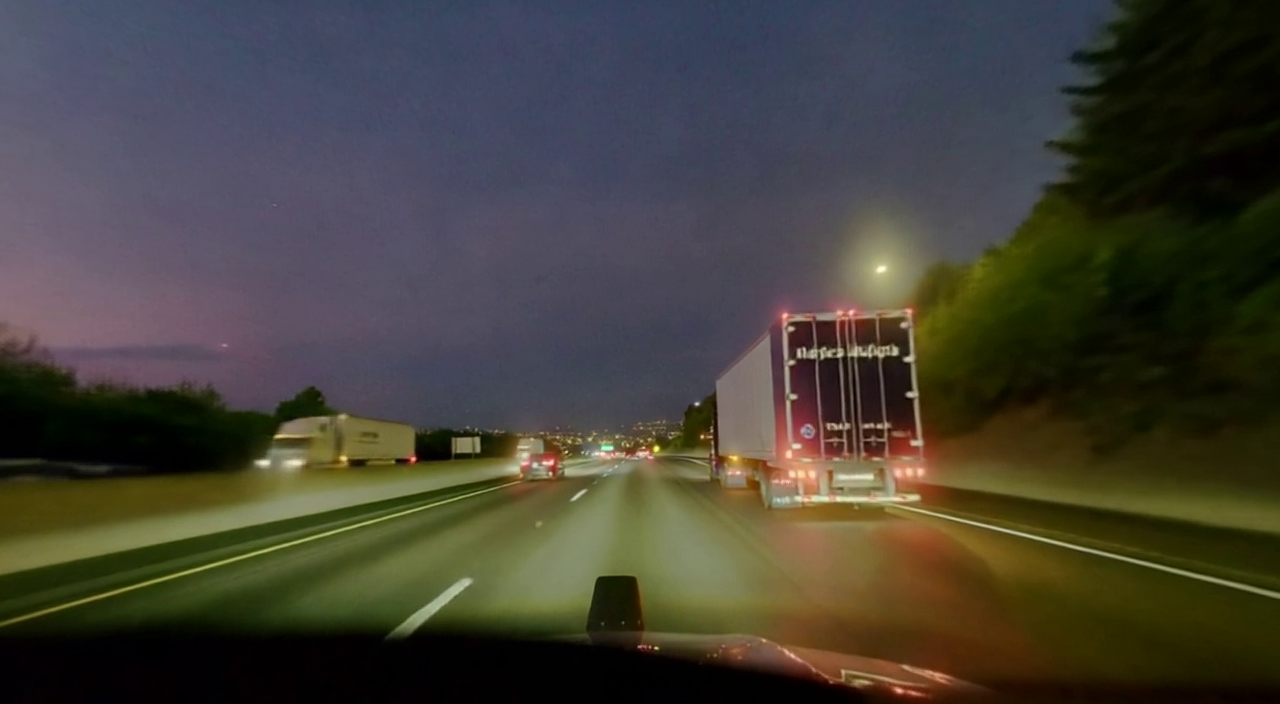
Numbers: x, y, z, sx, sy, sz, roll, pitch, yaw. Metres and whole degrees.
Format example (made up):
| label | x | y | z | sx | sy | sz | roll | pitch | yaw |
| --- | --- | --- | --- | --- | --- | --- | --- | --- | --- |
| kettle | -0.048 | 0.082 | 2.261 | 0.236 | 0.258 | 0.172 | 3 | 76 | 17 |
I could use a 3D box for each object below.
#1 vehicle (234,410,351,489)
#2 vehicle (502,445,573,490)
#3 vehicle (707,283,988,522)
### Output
| label | x | y | z | sx | sy | sz | roll | pitch | yaw |
| --- | --- | --- | --- | --- | --- | --- | --- | --- | --- |
| vehicle | -18.962 | 5.368 | 34.880 | 2.948 | 3.981 | 5.834 | 0 | -9 | 0 |
| vehicle | -3.695 | 4.244 | 23.464 | 1.918 | 1.510 | 4.006 | 0 | -9 | 1 |
| vehicle | 4.161 | 1.870 | 17.508 | 3.025 | 4.005 | 14.010 | 0 | -9 | 0 |
